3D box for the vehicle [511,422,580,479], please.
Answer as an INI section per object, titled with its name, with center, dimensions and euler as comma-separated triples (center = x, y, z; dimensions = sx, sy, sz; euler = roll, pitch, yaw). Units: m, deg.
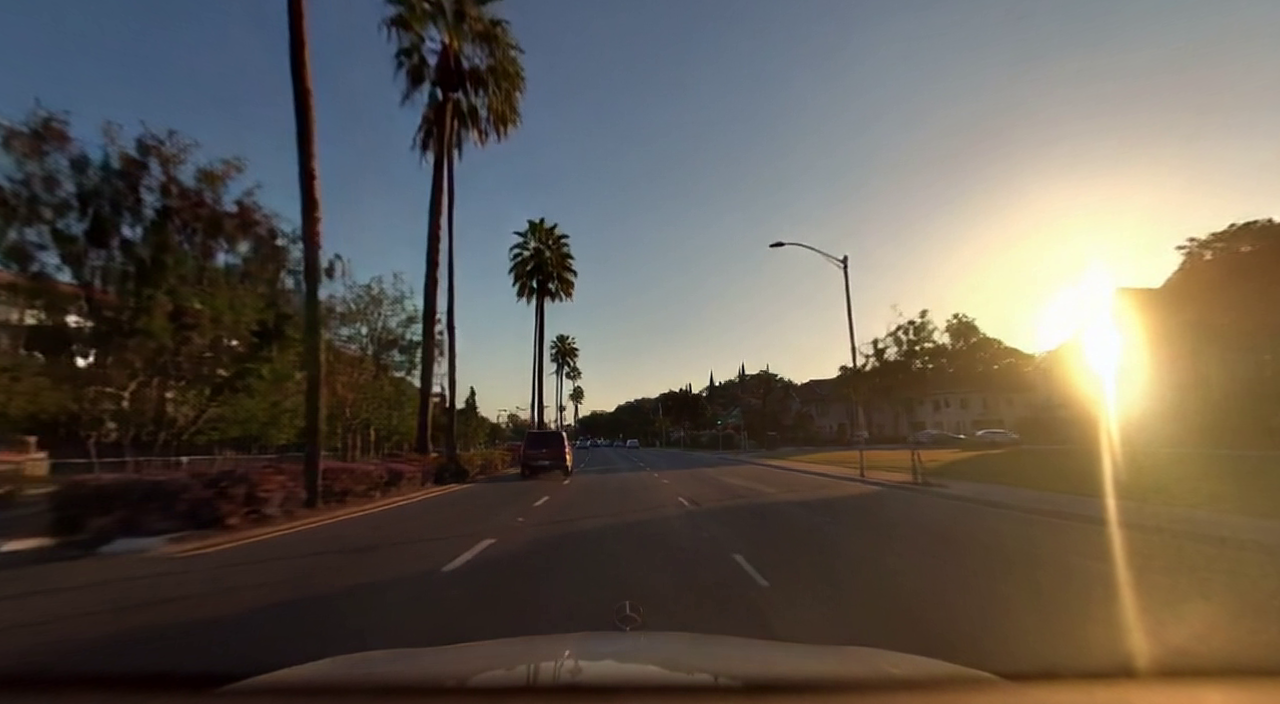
[vehicle]
center = -3.947, 4.277, 27.404
dimensions = 2.507, 2.161, 6.049
euler = 1, -9, -5
